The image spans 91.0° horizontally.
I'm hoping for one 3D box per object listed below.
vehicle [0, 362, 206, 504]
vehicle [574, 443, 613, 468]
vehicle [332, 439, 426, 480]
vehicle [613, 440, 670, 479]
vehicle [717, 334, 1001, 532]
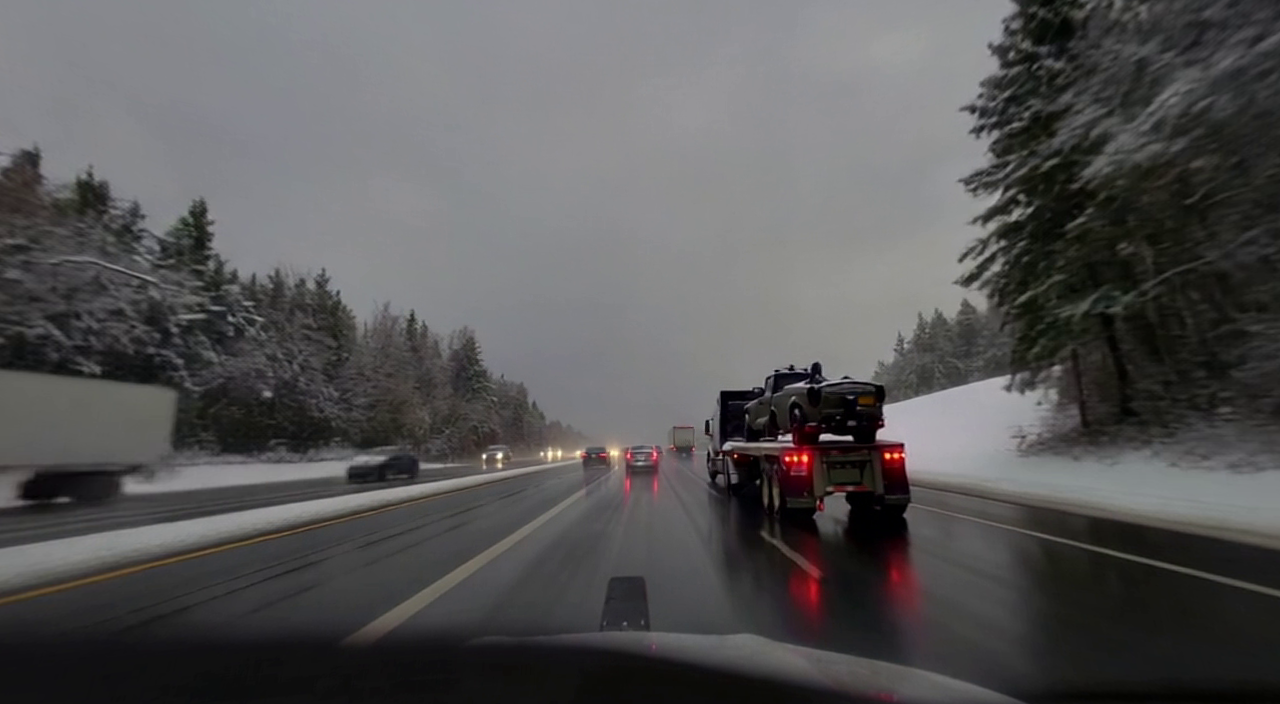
[{"bbox_3d":[-18.542,2.696,20.444,2.838,3.779,7.955,0,-8,2],"label":"vehicle"},{"bbox_3d":[-2.752,6.198,37.860,1.928,1.464,3.706,0,-8,2],"label":"vehicle"},{"bbox_3d":[-10.598,4.371,25.919,1.948,1.535,4.152,-1,-8,3],"label":"vehicle"},{"bbox_3d":[0.125,4.407,26.104,2.152,1.484,4.211,0,-8,2],"label":"vehicle"},{"bbox_3d":[4.386,2.269,16.964,3.150,3.257,13.098,0,-8,1],"label":"vehicle"}]
